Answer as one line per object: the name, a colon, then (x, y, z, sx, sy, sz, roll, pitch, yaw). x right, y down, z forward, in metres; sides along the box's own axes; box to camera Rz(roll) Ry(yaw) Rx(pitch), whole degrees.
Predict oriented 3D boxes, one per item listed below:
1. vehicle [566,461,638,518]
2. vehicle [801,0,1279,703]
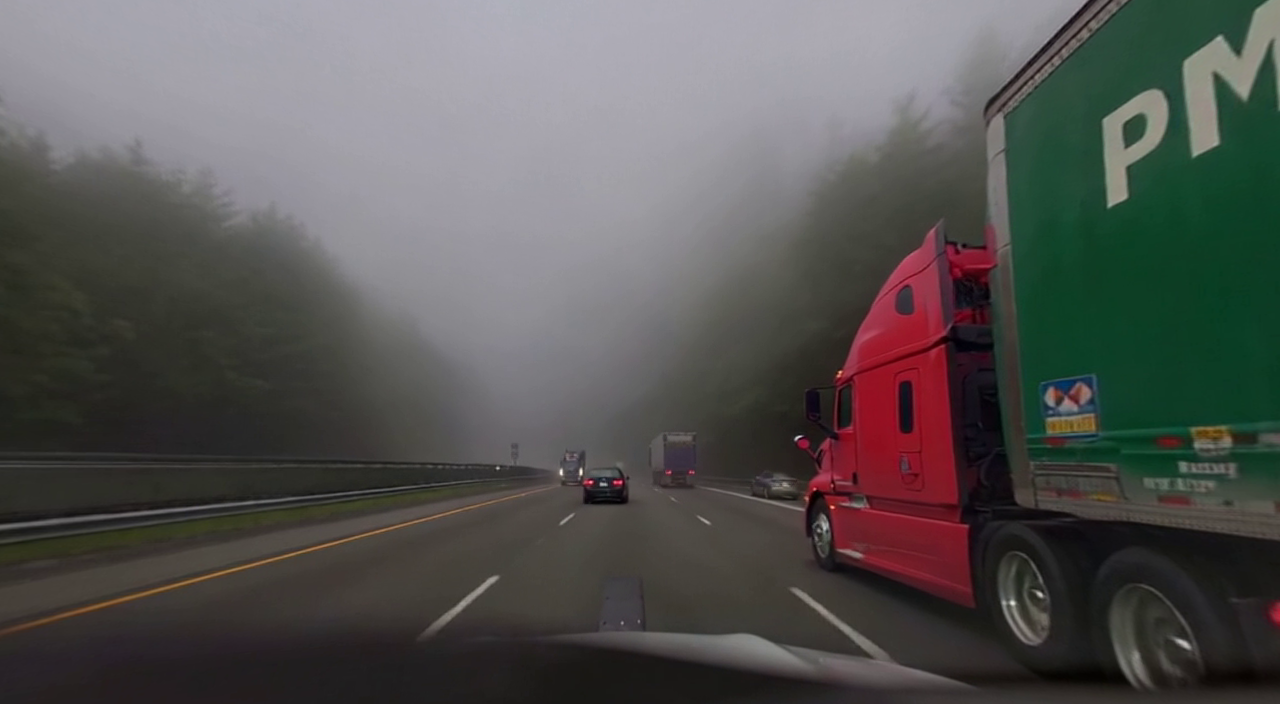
vehicle: (-1.120, 4.372, 20.421, 2.010, 1.580, 4.949, 1, -10, -1)
vehicle: (3.970, -0.041, 2.322, 2.856, 4.040, 14.009, 1, -10, -1)
